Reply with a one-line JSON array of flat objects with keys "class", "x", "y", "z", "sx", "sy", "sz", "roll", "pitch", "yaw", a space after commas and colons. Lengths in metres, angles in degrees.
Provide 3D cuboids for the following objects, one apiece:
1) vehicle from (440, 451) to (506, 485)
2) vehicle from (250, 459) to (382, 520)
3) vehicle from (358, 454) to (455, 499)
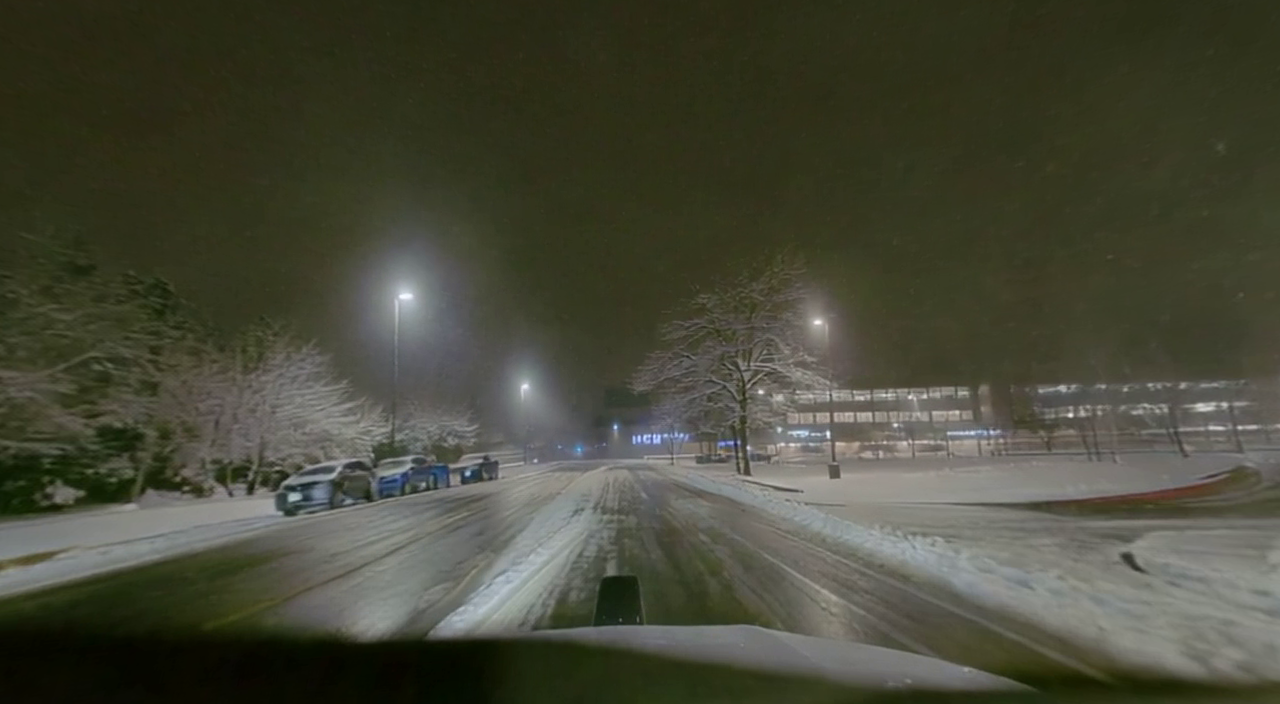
[{"class": "vehicle", "x": -9.155, "y": 6.370, "z": 35.060, "sx": 2.360, "sy": 1.741, "sz": 4.912, "roll": 0, "pitch": -9, "yaw": -1}, {"class": "vehicle", "x": -9.264, "y": 3.923, "z": 18.410, "sx": 1.938, "sy": 1.191, "sz": 3.630, "roll": -7, "pitch": -7, "yaw": -1}, {"class": "vehicle", "x": -8.945, "y": 4.776, "z": 24.670, "sx": 2.038, "sy": 1.525, "sz": 4.383, "roll": 0, "pitch": -8, "yaw": 1}]
